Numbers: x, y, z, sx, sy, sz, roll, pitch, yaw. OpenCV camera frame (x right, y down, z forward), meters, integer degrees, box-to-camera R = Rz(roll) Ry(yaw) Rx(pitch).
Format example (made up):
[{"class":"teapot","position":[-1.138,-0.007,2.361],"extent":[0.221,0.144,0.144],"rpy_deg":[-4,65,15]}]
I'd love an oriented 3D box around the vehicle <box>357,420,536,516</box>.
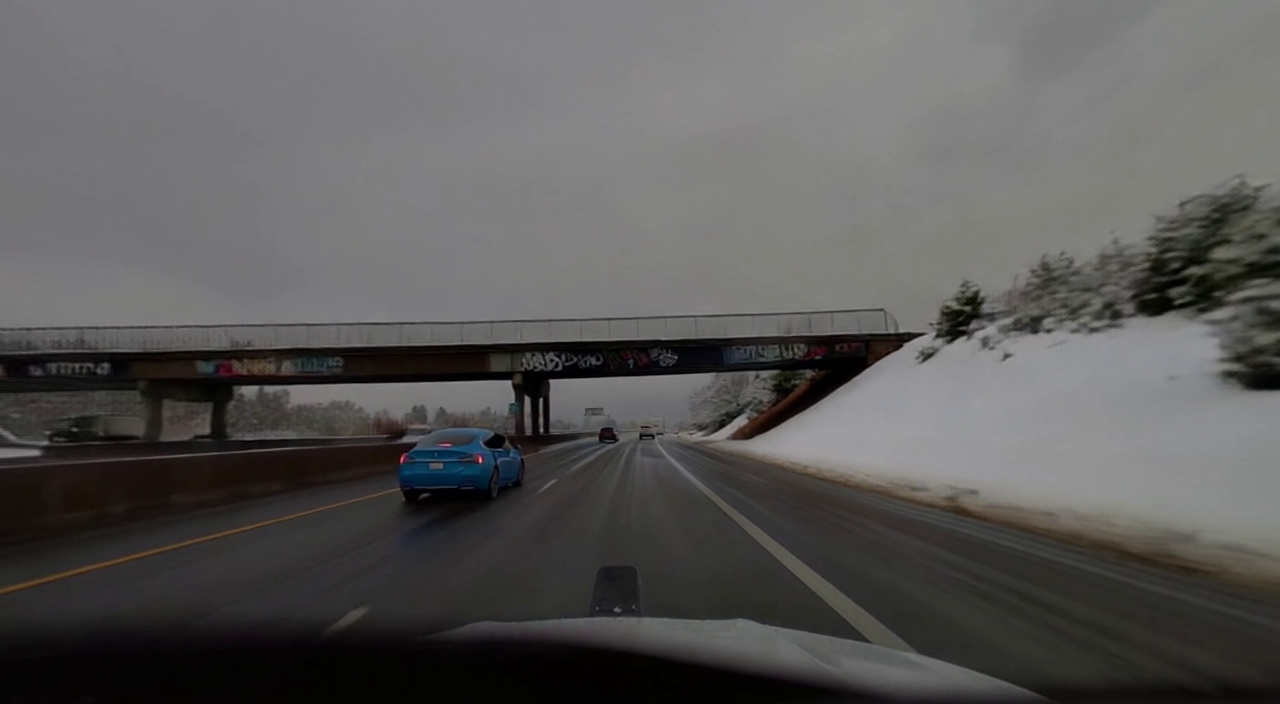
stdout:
[{"class":"vehicle","position":[-3.558,2.212,12.643],"extent":[2.108,1.555,4.574],"rpy_deg":[0,-8,0]}]

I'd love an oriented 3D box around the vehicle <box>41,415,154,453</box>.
[{"class":"vehicle","position":[-27.252,4.118,31.703],"extent":[4.288,1.842,1.943],"rpy_deg":[-1,-8,12]}]
